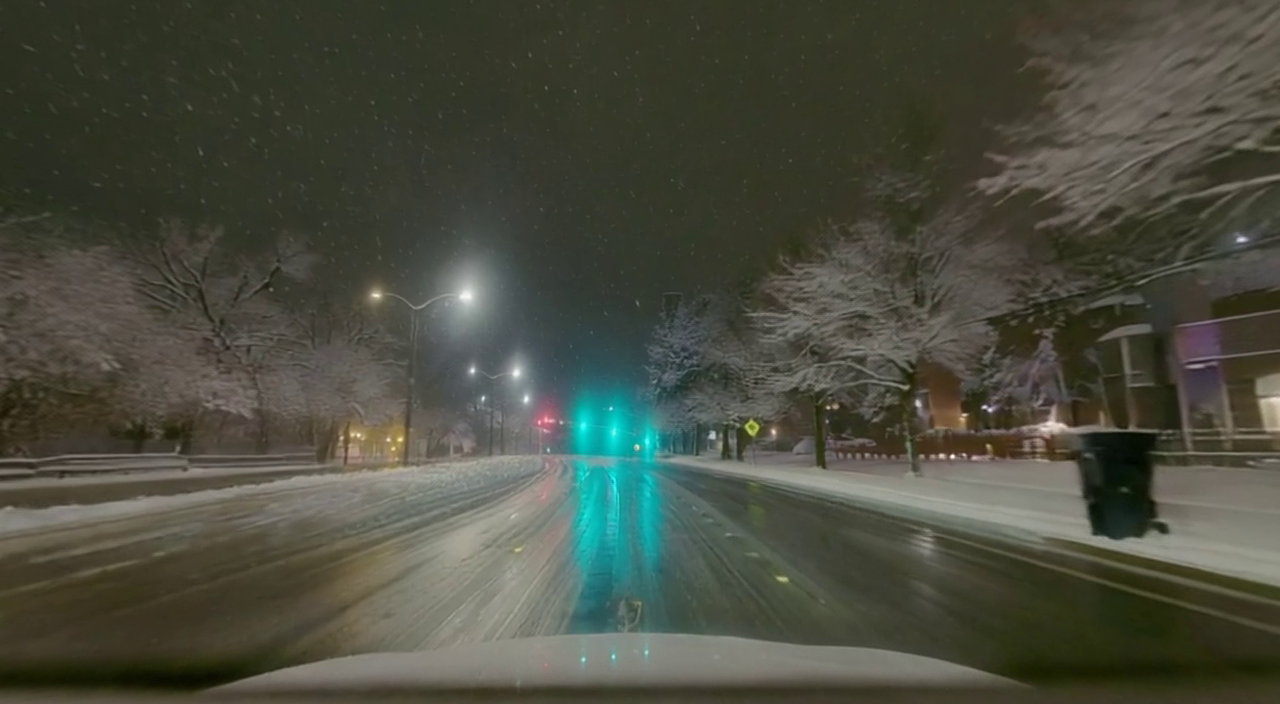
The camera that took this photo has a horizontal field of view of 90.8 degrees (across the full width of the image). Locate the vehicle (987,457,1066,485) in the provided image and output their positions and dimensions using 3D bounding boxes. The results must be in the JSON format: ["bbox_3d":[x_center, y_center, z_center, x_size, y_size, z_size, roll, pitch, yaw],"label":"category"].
[{"bbox_3d":[24.401,7.506,40.144,1.905,1.575,4.678,0,-9,-3],"label":"vehicle"}]
